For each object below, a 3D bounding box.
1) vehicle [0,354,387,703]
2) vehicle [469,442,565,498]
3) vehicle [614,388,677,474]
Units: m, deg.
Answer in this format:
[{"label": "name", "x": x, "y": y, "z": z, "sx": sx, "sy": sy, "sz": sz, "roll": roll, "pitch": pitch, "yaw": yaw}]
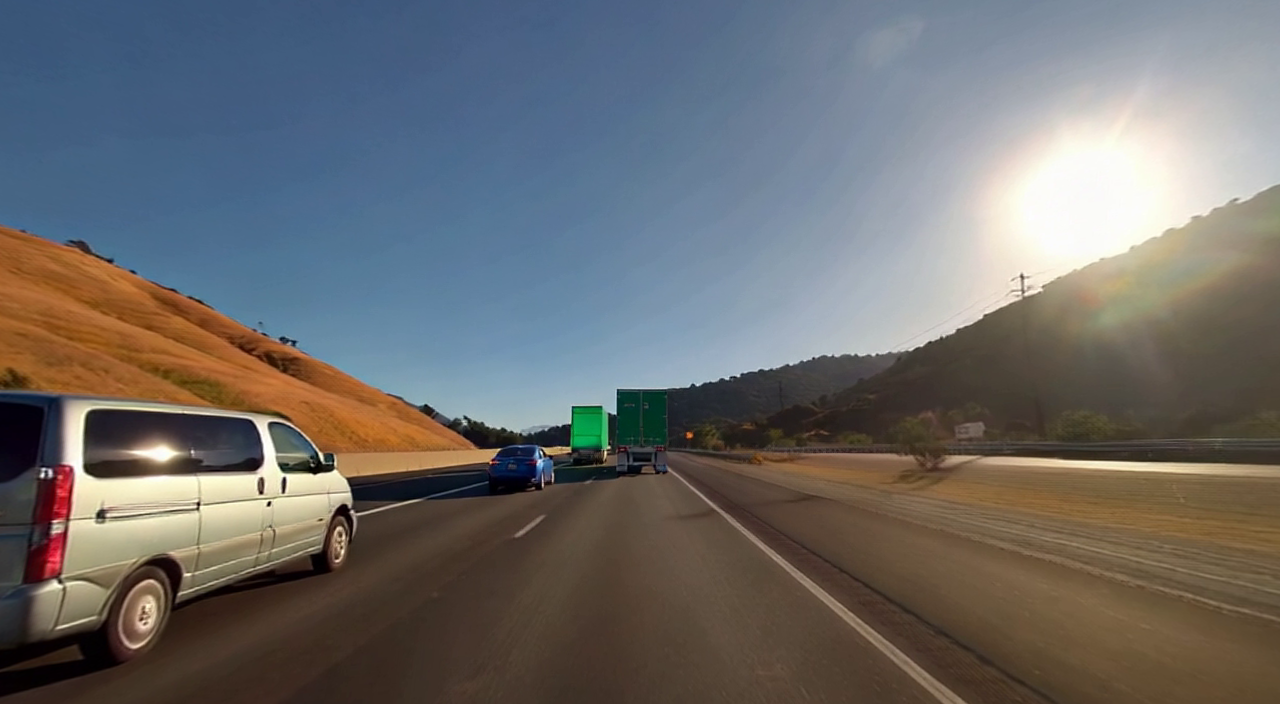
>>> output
[{"label": "vehicle", "x": -4.146, "y": 1.196, "z": 5.017, "sx": 2.136, "sy": 1.779, "sz": 4.875, "roll": 0, "pitch": -8, "yaw": 1}, {"label": "vehicle", "x": -3.513, "y": 3.425, "z": 18.808, "sx": 1.950, "sy": 1.446, "sz": 4.224, "roll": 0, "pitch": -8, "yaw": 1}, {"label": "vehicle", "x": 0.391, "y": 4.496, "z": 35.039, "sx": 2.913, "sy": 3.988, "sz": 10.874, "roll": 0, "pitch": -8, "yaw": 1}]
